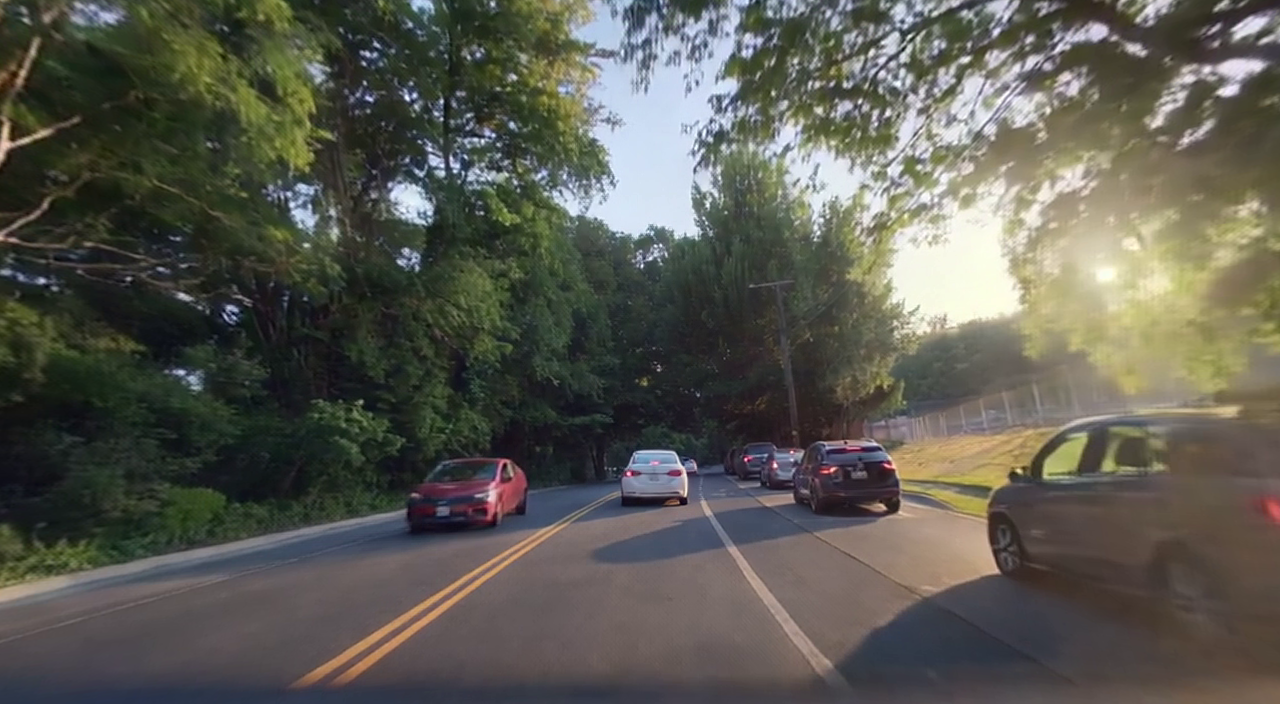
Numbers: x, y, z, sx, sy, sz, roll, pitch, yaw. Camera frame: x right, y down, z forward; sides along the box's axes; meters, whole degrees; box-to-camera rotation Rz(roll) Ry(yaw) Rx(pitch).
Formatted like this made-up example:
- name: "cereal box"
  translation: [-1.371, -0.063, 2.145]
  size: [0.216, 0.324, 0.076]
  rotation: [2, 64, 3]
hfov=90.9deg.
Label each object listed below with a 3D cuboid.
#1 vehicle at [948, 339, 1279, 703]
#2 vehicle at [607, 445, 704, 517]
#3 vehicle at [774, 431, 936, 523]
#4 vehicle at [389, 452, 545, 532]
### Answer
- name: "vehicle"
  translation: [4.148, 1.004, 4.164]
  size: [1.968, 1.783, 4.826]
  rotation: [0, -8, 3]
- name: "vehicle"
  translation: [0.407, 3.074, 15.620]
  size: [2.078, 1.521, 4.058]
  rotation: [0, -8, 2]
- name: "vehicle"
  translation: [4.381, 2.606, 13.763]
  size: [1.957, 1.629, 4.609]
  rotation: [0, -8, 1]
- name: "vehicle"
  translation: [-3.668, 3.051, 14.393]
  size: [2.087, 1.449, 4.575]
  rotation: [-1, -8, 3]
